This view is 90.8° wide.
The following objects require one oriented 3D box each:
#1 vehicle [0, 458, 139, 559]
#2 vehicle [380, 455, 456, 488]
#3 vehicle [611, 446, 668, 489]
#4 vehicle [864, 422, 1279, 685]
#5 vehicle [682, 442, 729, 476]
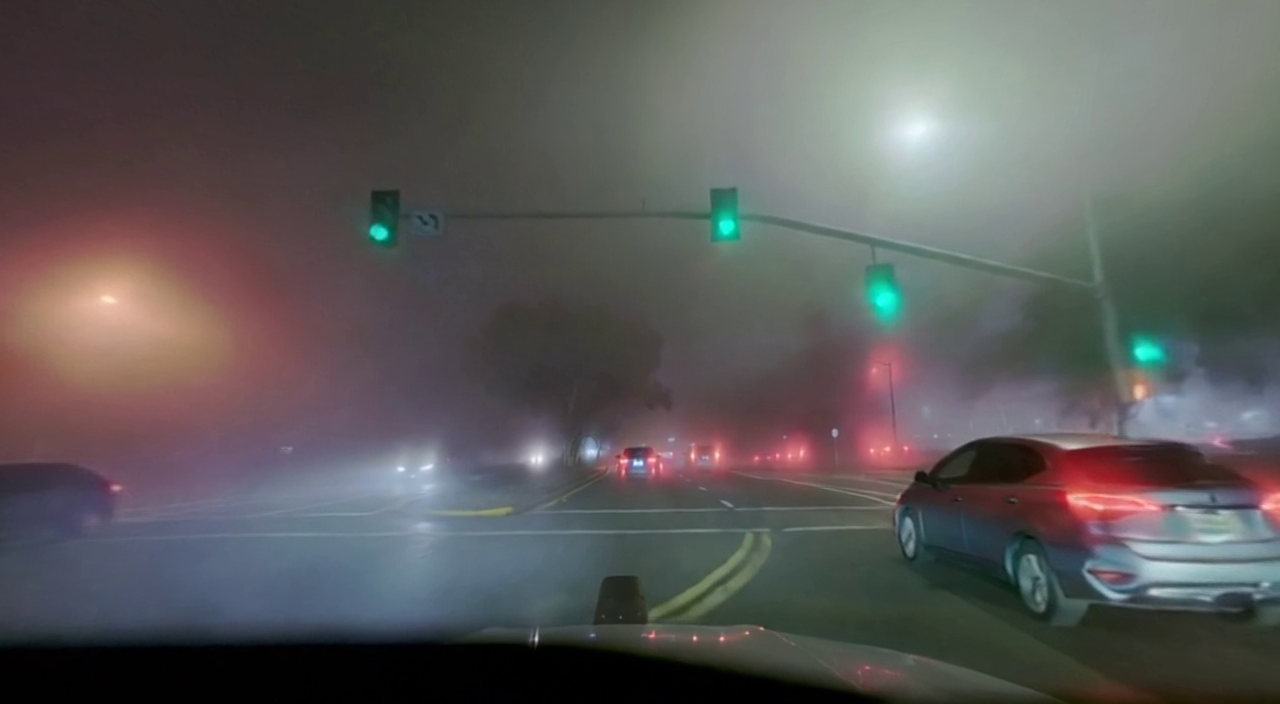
[{"bbox_3d":[-10.900,2.535,10.284,1.808,1.512,4.447,0,-8,0],"label":"vehicle"},{"bbox_3d":[-10.913,5.873,31.390,2.043,1.456,4.627,0,-8,1],"label":"vehicle"},{"bbox_3d":[-0.004,4.408,24.502,2.034,1.500,3.966,0,-8,0],"label":"vehicle"},{"bbox_3d":[3.922,1.473,5.861,2.049,1.473,4.425,0,-8,0],"label":"vehicle"},{"bbox_3d":[3.592,5.969,35.585,2.107,1.773,4.557,0,-8,-1],"label":"vehicle"}]
